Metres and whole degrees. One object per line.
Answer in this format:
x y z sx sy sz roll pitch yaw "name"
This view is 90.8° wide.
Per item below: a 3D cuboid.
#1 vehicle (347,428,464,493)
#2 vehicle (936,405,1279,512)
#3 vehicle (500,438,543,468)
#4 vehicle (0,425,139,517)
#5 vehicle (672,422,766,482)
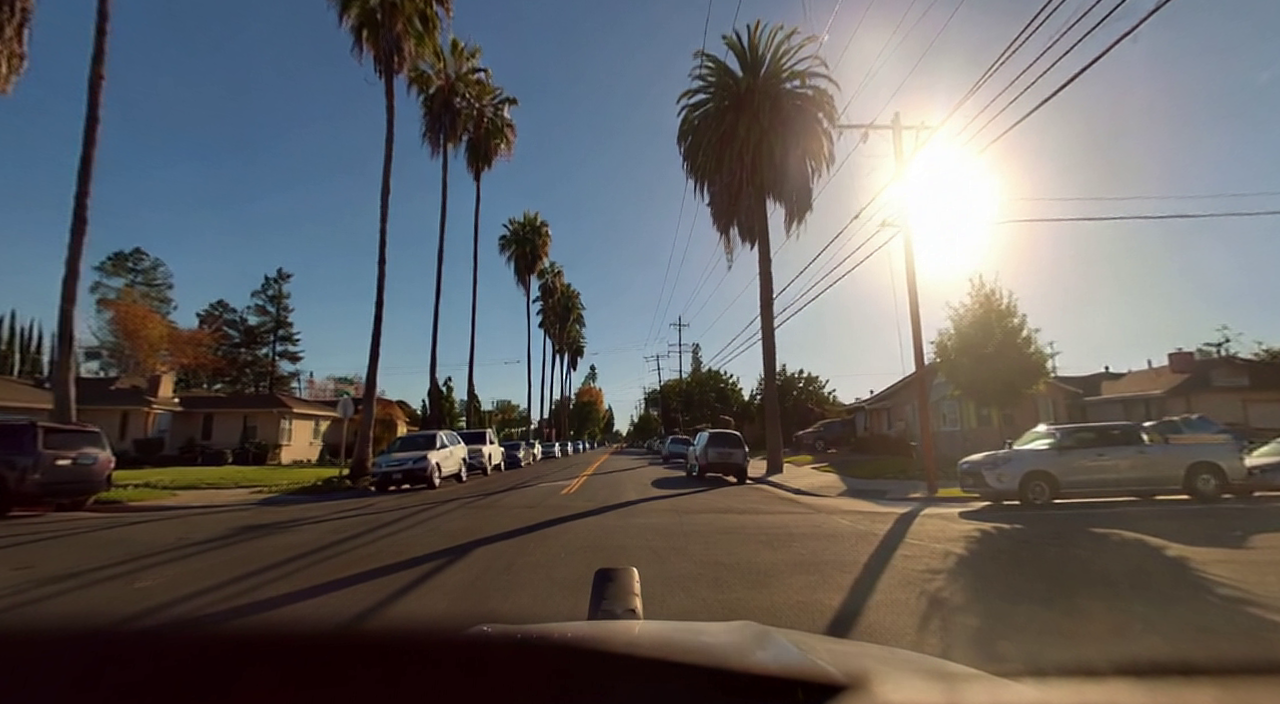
-6.983 3.302 19.439 2.198 1.724 4.493 0 -9 -5 "vehicle"
10.285 2.354 14.238 5.971 1.967 2.385 -1 -9 -5 "vehicle"
-7.945 6.809 42.732 2.178 1.865 4.658 0 -9 -2 "vehicle"
-14.790 2.631 13.634 5.847 1.766 2.392 -2 -9 -3 "vehicle"
2.674 3.648 23.241 2.505 1.895 5.805 0 -9 -2 "vehicle"
